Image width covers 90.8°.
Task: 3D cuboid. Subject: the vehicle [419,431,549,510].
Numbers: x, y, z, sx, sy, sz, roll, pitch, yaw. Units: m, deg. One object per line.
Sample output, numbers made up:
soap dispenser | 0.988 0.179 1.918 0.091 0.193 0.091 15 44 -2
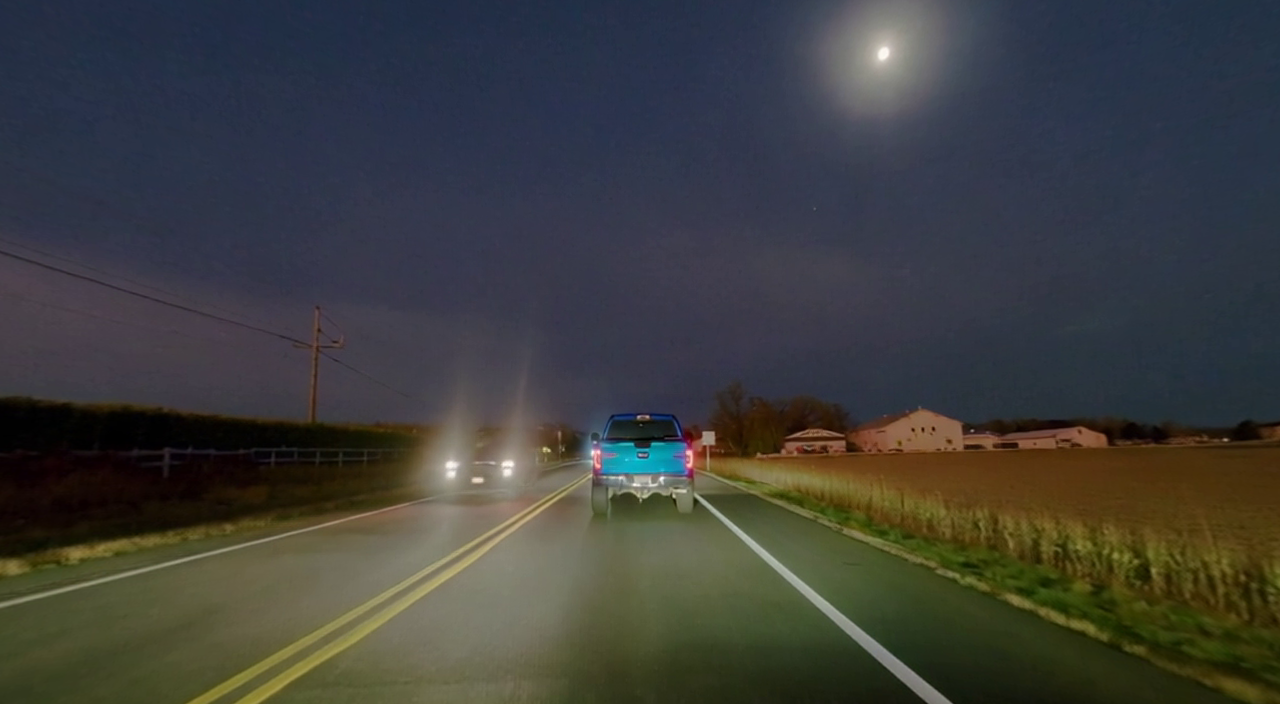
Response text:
vehicle | -3.825 3.003 16.473 2.122 1.729 4.783 0 -8 1

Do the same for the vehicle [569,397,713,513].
vehicle | -0.052 2.627 16.534 2.912 2.320 7.292 0 -8 -1
